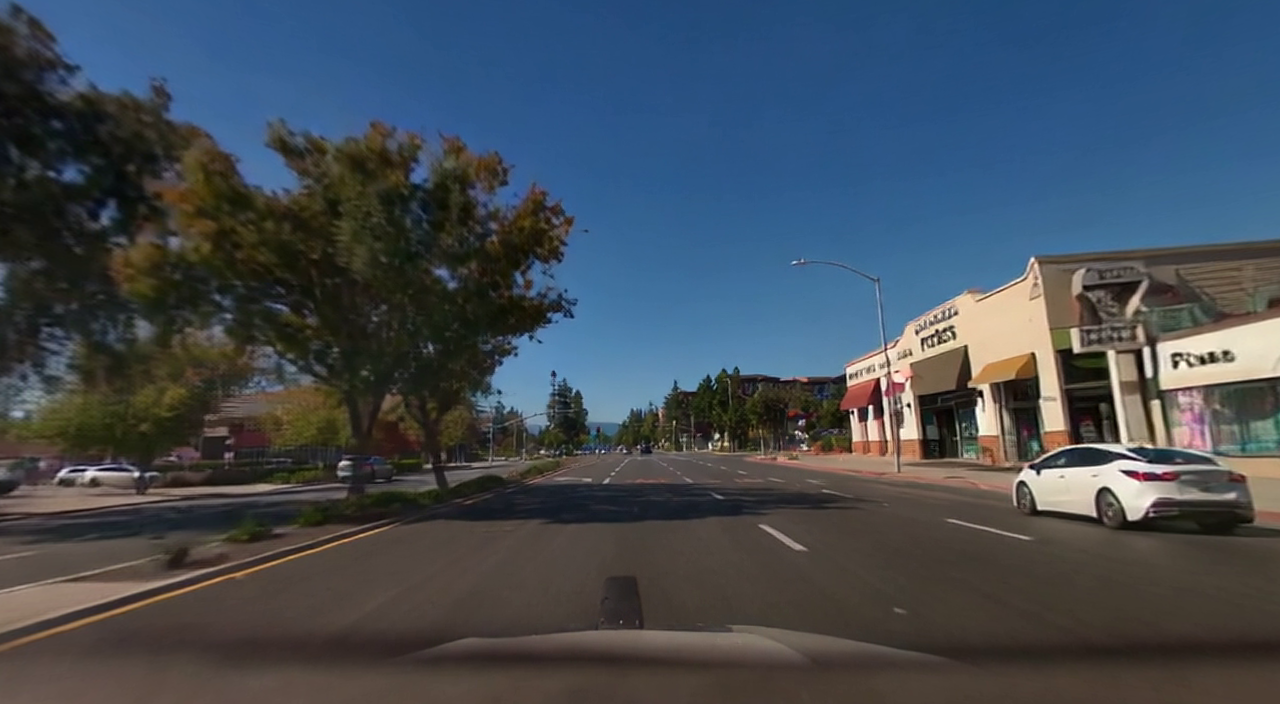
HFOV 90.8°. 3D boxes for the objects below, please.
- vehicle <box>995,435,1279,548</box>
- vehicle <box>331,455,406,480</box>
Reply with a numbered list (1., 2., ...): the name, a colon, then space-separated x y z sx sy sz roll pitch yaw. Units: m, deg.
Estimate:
1. vehicle: 8.128 2.157 10.502 1.936 1.460 4.258 0 -8 0
2. vehicle: -18.271 7.729 42.462 4.523 1.494 1.857 -3 -9 21
